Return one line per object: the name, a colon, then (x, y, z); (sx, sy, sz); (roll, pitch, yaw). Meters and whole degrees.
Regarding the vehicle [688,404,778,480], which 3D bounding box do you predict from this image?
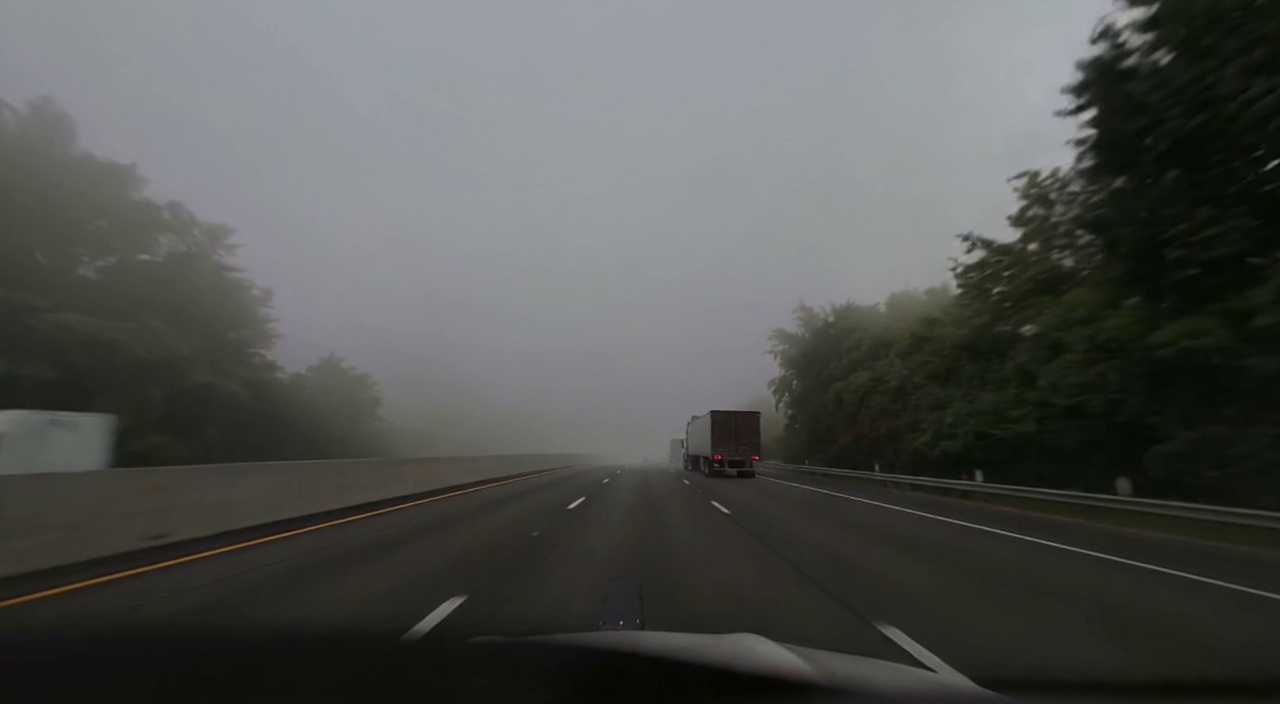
vehicle: (4.698, 5.145, 35.401); (2.868, 3.427, 14.032); (0, -9, 0)
